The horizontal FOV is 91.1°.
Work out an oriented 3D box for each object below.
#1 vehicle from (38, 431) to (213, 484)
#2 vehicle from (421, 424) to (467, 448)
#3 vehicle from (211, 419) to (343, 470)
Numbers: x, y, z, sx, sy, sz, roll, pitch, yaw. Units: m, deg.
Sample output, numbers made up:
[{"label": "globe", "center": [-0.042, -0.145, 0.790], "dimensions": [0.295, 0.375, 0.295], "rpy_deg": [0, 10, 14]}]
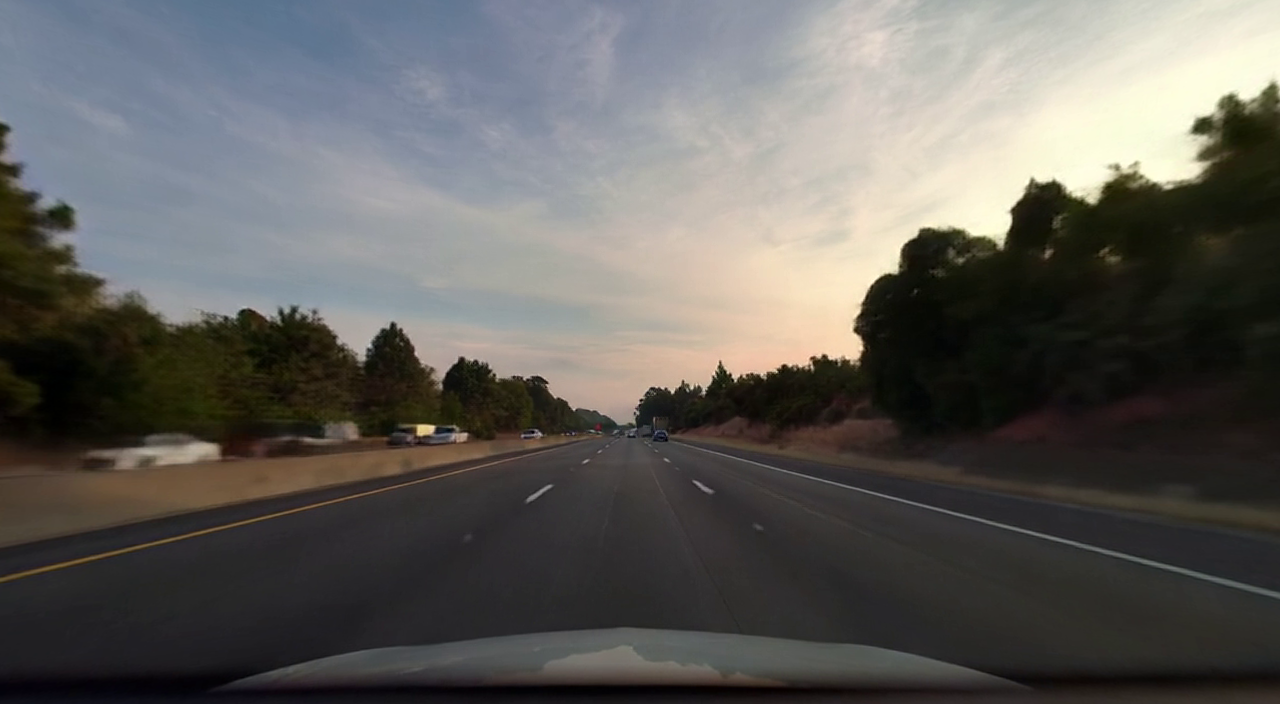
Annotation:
[{"label": "vehicle", "center": [-16.526, 3.372, 20.603], "dimensions": [1.840, 1.492, 4.707], "rpy_deg": [0, -8, -1]}, {"label": "vehicle", "center": [-14.976, 6.473, 48.249], "dimensions": [2.091, 1.734, 4.809], "rpy_deg": [0, -8, -1]}, {"label": "vehicle", "center": [-12.913, 3.318, 22.830], "dimensions": [1.885, 1.614, 4.917], "rpy_deg": [0, -8, -1]}]
